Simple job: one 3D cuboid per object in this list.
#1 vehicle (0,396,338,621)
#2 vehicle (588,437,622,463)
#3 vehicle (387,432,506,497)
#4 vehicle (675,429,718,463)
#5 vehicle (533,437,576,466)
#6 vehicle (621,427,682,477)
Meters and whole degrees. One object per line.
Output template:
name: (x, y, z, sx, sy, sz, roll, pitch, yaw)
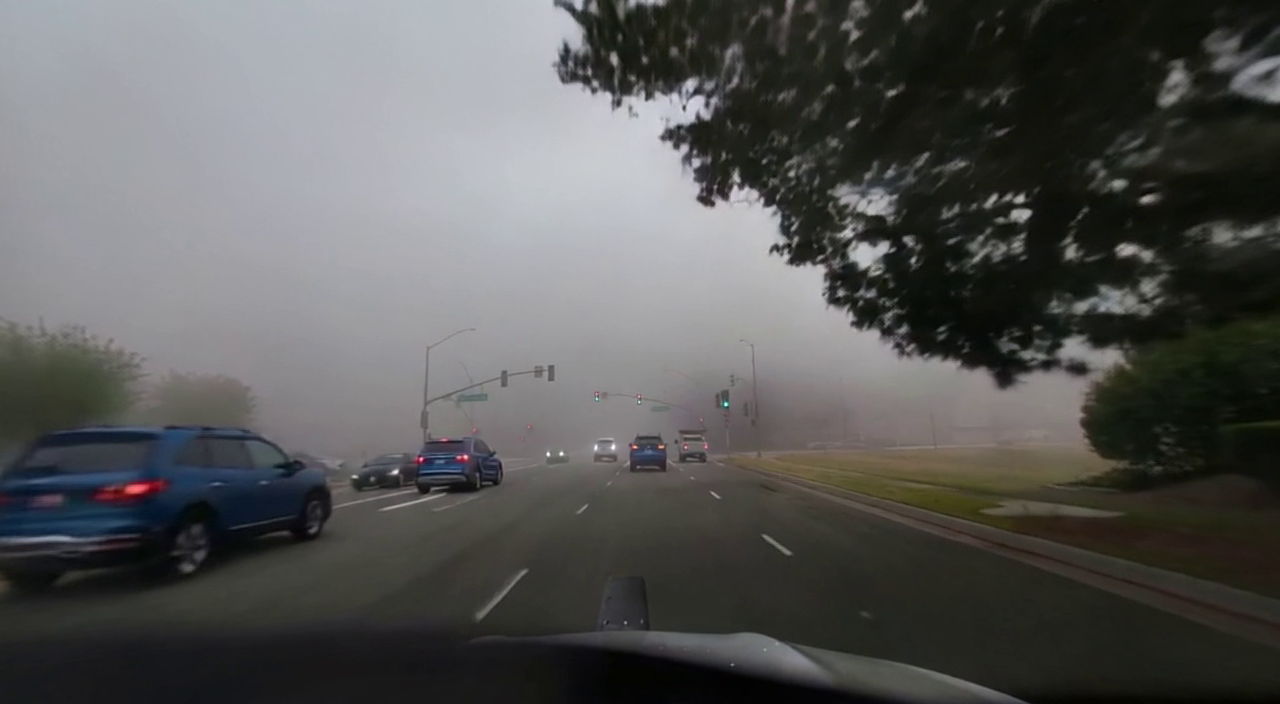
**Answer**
vehicle: (-5.445, 1.513, 7.029, 2.193, 1.687, 4.507, 0, -9, -5)
vehicle: (-2.303, 6.648, 42.948, 2.058, 1.659, 4.514, 0, -8, 0)
vehicle: (-5.511, 3.263, 18.675, 2.052, 1.664, 4.476, 0, -9, 1)
vehicle: (3.666, 6.255, 42.047, 2.338, 2.063, 5.672, 0, -9, 0)
vehicle: (-5.285, 6.237, 39.464, 2.108, 1.689, 4.316, 0, -8, 0)
vehicle: (0.442, 3.991, 25.262, 2.235, 1.778, 4.178, 0, -8, 1)
